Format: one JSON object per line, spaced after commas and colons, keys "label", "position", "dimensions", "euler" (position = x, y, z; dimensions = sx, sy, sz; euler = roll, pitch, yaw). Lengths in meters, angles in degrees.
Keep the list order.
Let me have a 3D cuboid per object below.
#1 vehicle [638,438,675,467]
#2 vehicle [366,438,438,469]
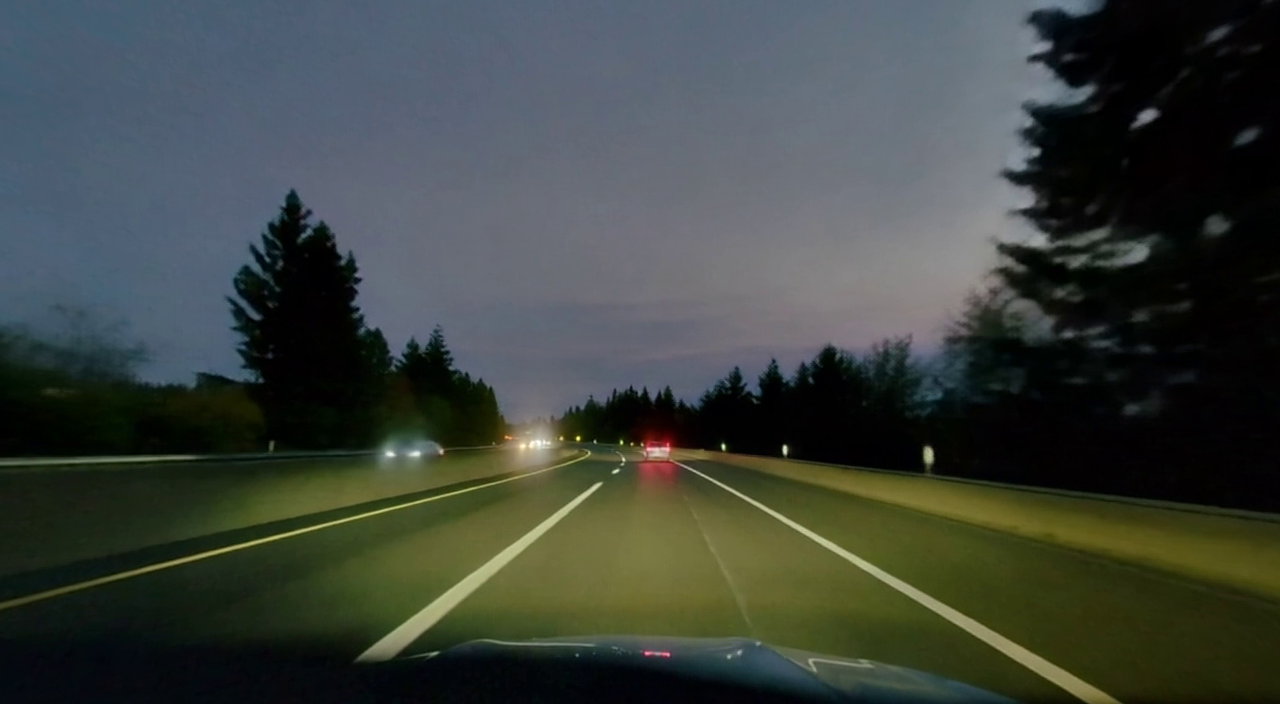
{"label": "vehicle", "position": [0.987, 6.263, 39.394], "dimensions": [2.079, 1.729, 4.380], "euler": [0, -9, -2]}
{"label": "vehicle", "position": [-12.325, 5.281, 32.940], "dimensions": [1.959, 1.502, 4.560], "euler": [0, -9, 1]}
